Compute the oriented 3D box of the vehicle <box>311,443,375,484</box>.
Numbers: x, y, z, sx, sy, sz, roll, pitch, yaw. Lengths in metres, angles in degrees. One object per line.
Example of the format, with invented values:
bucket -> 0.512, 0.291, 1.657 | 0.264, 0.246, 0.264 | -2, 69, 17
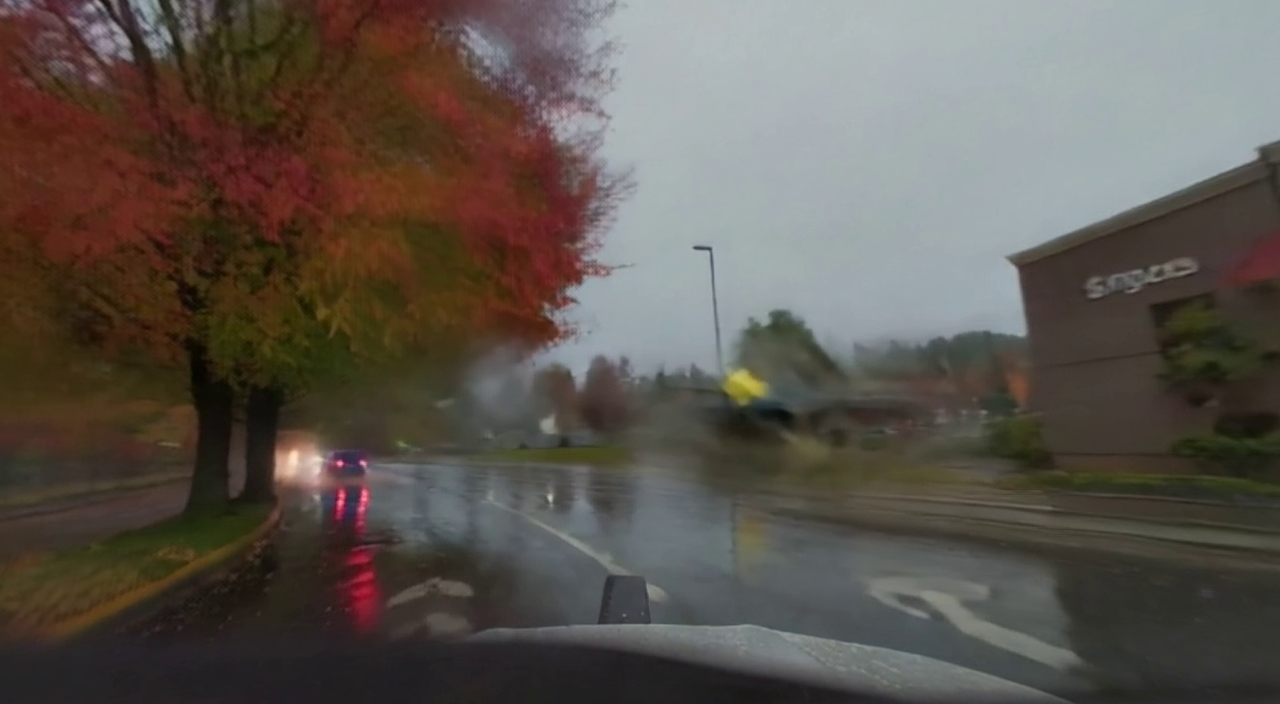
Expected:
vehicle -> -14.817, 5.430, 31.267 | 2.146, 1.814, 5.110 | 5, -10, -32
